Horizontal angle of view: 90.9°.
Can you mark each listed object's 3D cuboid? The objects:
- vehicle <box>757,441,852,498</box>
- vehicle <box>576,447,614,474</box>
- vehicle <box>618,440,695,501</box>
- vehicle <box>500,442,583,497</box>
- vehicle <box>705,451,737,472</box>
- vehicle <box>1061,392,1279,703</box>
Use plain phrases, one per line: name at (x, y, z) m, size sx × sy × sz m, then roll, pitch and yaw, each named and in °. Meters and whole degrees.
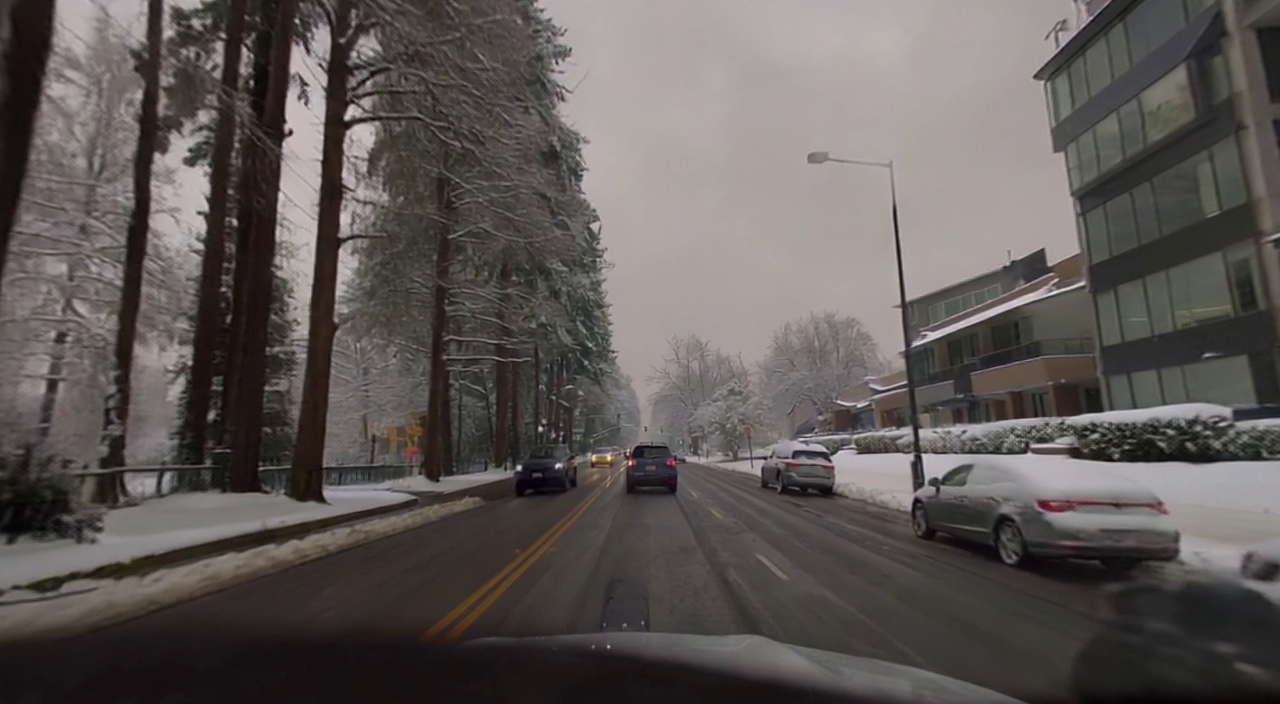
vehicle at (5.685, 4.103, 22.458) m, size 2.059 × 1.813 × 4.637 m, roll 0°, pitch -9°, yaw -1°
vehicle at (-2.953, 7.212, 42.148) m, size 2.124 × 1.731 × 4.227 m, roll 0°, pitch -9°, yaw 1°
vehicle at (0.476, 3.554, 19.309) m, size 2.105 × 1.653 × 3.887 m, roll 0°, pitch -9°, yaw 1°
vehicle at (-3.325, 4.086, 22.348) m, size 2.167 × 1.717 × 4.448 m, roll 0°, pitch -9°, yaw 1°
vehicle at (6.176, 8.389, 48.454) m, size 1.885 × 1.467 × 4.546 m, roll 0°, pitch -9°, yaw 0°
vehicle at (2.822, 0.710, 0.622) m, size 1.991 × 1.536 × 4.116 m, roll 0°, pitch -9°, yaw 1°
